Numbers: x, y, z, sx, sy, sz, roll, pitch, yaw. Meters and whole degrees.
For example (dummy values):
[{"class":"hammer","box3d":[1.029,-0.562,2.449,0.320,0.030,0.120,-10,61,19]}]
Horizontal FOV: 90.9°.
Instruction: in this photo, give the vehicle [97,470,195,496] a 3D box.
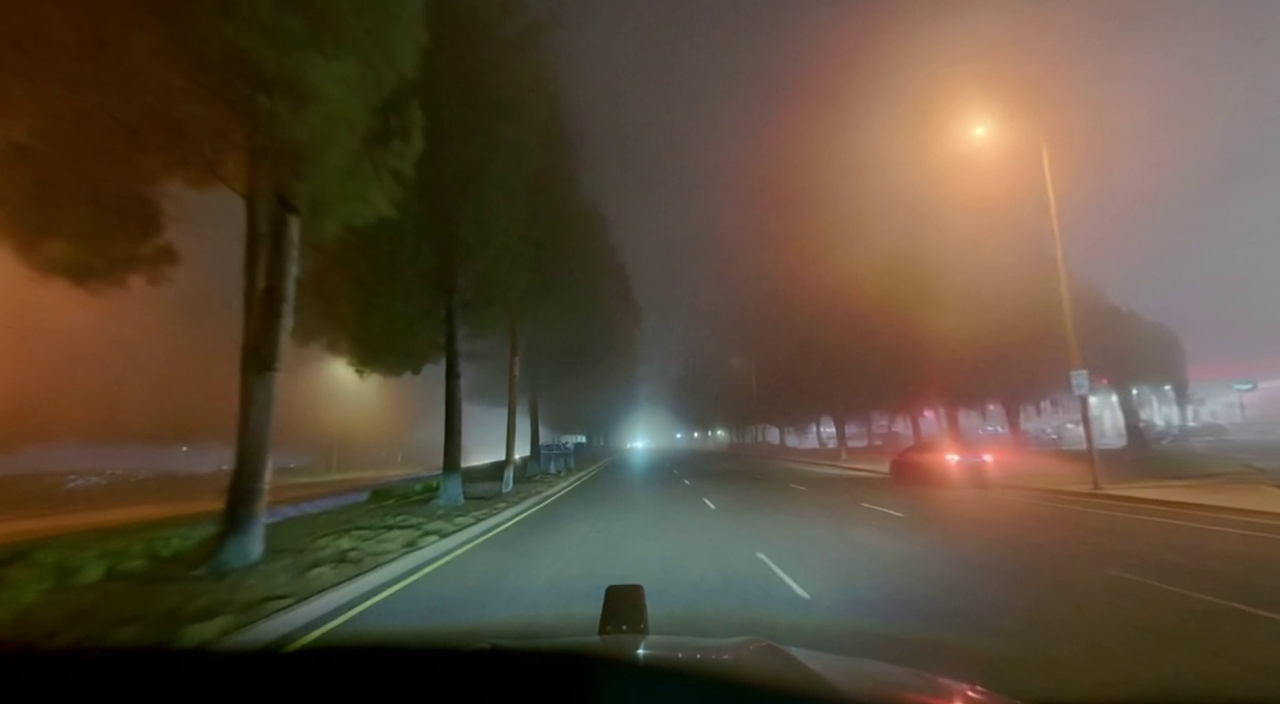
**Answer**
[{"class":"vehicle","box3d":[-31.097,8.283,39.853,4.377,1.424,1.936,3,-9,-18]}]

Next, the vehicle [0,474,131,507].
[{"class":"vehicle","box3d":[-30.953,7.457,34.182,4.735,1.468,2.047,4,-9,-25]}]
